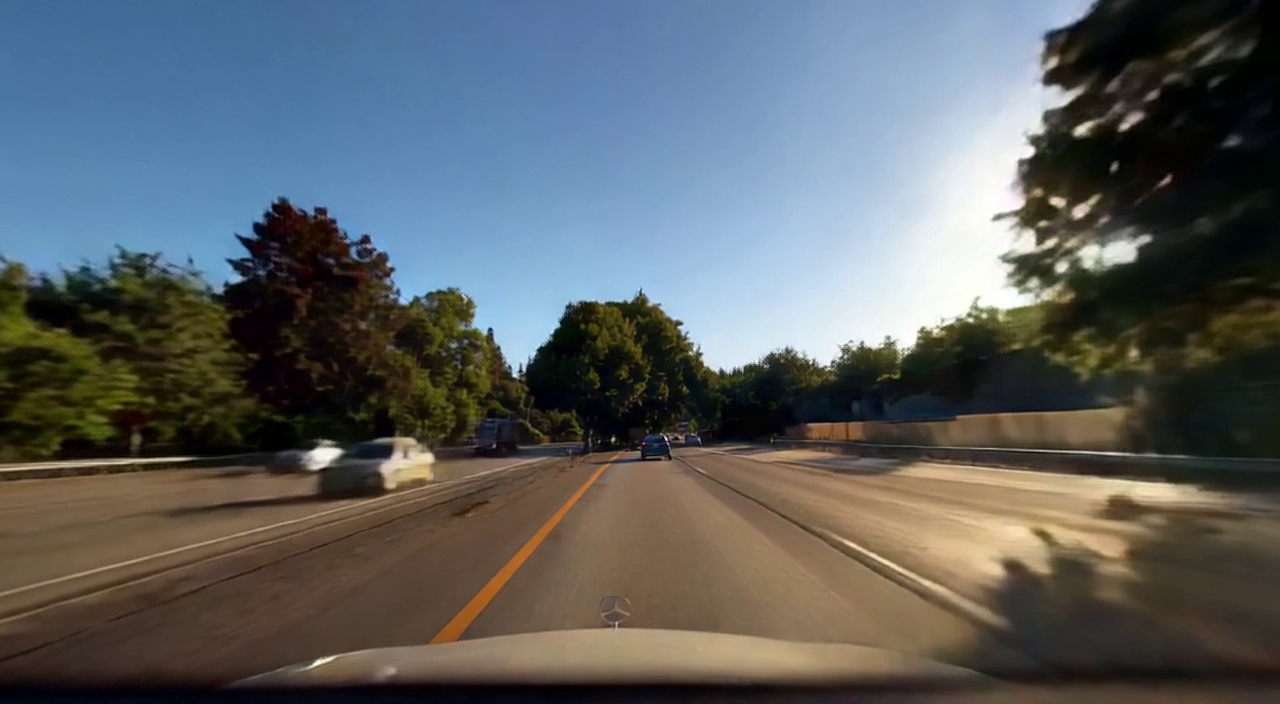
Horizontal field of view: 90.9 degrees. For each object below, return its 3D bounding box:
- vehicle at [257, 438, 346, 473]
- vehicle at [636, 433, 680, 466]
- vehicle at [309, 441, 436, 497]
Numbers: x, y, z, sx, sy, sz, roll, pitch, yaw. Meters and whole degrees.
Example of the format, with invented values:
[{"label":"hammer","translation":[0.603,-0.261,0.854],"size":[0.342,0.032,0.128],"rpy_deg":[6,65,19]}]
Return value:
[{"label":"vehicle","translation":[-15.620,4.763,29.339],"size":[1.874,1.504,4.139],"rpy_deg":[0,-8,0]},{"label":"vehicle","translation":[0.824,4.817,31.393],"size":[2.046,1.526,3.903],"rpy_deg":[0,-8,0]},{"label":"vehicle","translation":[-7.879,3.433,19.053],"size":[1.968,1.481,4.273],"rpy_deg":[0,-8,0]}]
